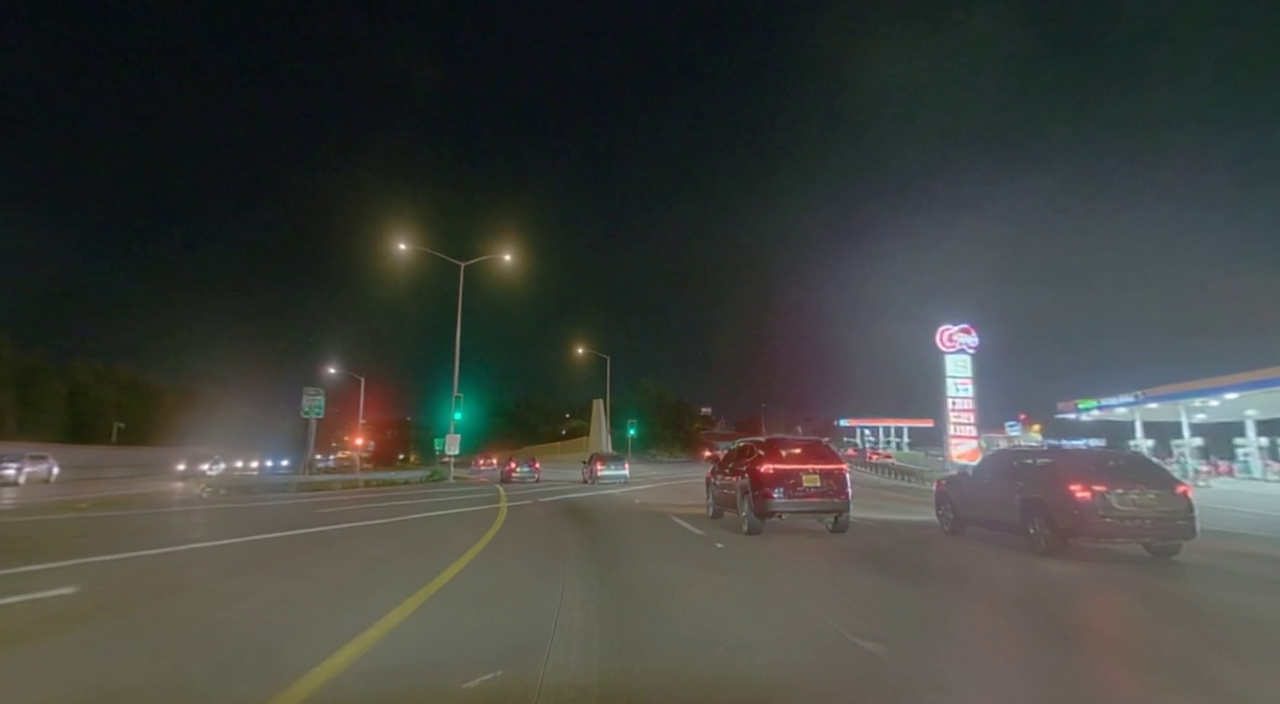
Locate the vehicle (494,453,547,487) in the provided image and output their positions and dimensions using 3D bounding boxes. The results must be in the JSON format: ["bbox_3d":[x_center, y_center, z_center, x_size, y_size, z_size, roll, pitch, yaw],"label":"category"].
[{"bbox_3d":[-6.152,5.946,32.082,2.107,1.527,4.174,5,-10,-17],"label":"vehicle"}]

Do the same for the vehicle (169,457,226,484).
[{"bbox_3d":[-28.593,7.646,40.850,1.821,1.521,3.874,5,-10,-18],"label":"vehicle"}]

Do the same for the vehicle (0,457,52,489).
[{"bbox_3d":[-33.412,6.307,33.142,1.788,1.479,4.506,5,-10,-19],"label":"vehicle"}]

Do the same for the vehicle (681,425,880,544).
[{"bbox_3d":[2.362,2.428,12.145,2.184,1.777,4.712,3,-9,-8],"label":"vehicle"}]

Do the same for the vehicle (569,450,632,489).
[{"bbox_3d":[-1.939,5.441,29.498,2.012,1.612,4.114,4,-9,-16],"label":"vehicle"}]

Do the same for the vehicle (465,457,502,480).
[{"bbox_3d":[-12.221,9.020,49.046,2.193,1.609,3.874,5,-10,-20],"label":"vehicle"}]

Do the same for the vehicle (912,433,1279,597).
[{"bbox_3d":[5.722,2.000,8.578,1.881,1.604,4.289,2,-9,-4],"label":"vehicle"}]
